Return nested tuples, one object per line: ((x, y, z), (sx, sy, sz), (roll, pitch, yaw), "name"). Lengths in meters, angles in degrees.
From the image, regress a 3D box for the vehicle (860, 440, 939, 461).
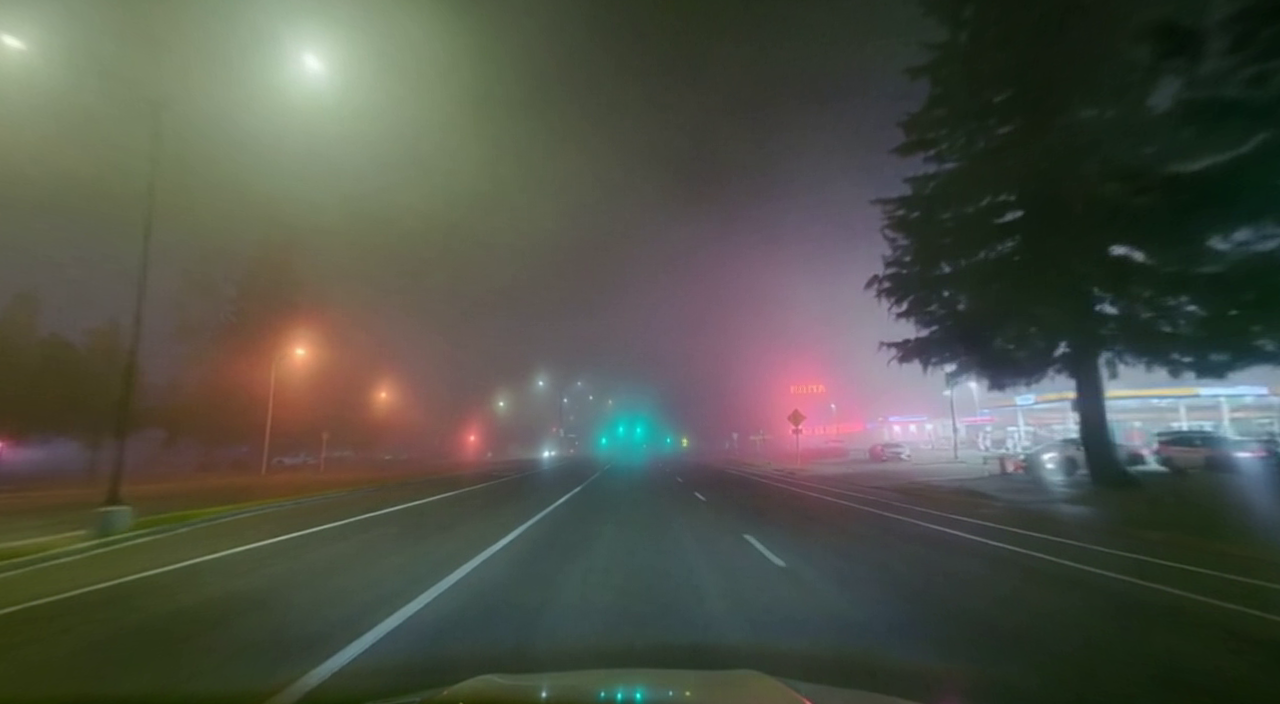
((18.300, 6.963, 44.712), (4.674, 1.399, 1.987), (0, -8, 0), "vehicle")

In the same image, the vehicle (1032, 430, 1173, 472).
((17.946, 3.884, 24.873), (1.912, 1.452, 4.796), (0, -9, 0), "vehicle")

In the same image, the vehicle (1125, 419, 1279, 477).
((22.997, 3.766, 25.719), (2.094, 1.937, 5.262), (-3, -5, -3), "vehicle")
